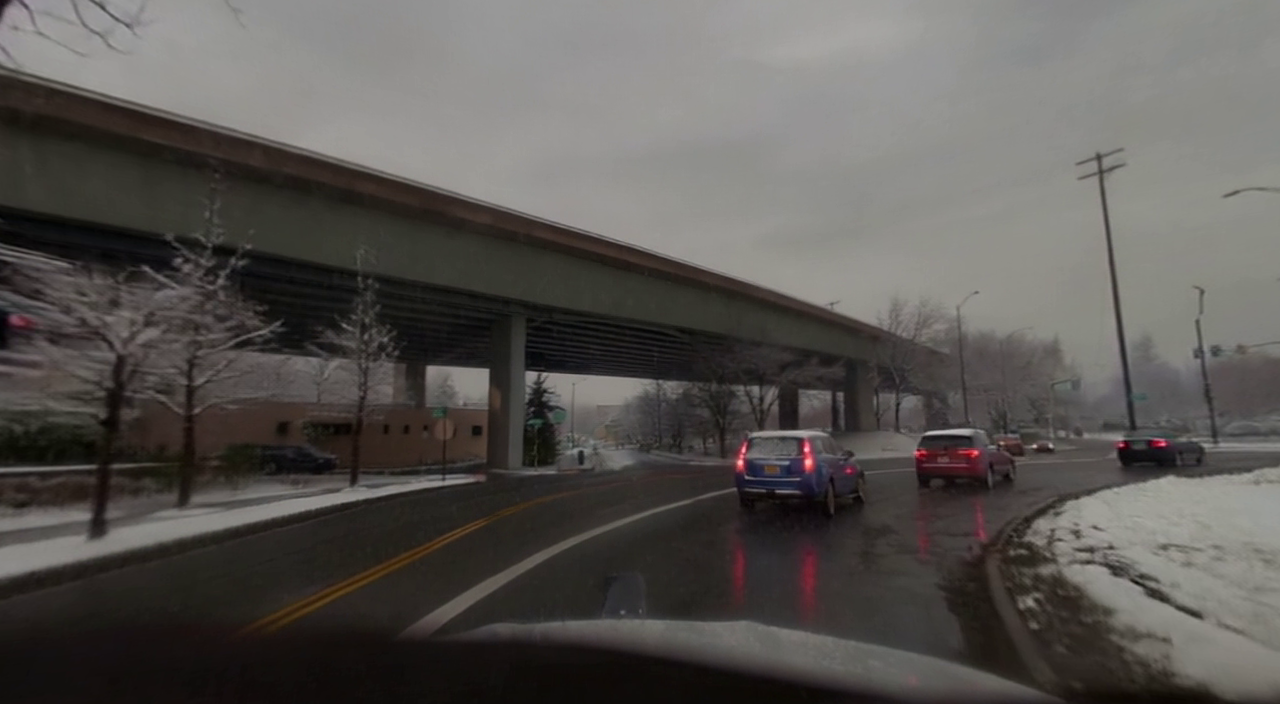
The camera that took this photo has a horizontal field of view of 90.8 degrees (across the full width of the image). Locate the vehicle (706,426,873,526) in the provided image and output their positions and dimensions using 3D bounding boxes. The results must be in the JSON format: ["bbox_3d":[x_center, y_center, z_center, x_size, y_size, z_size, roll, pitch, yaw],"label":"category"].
[{"bbox_3d":[3.186,2.356,12.636,2.087,1.578,4.652,-5,-10,28],"label":"vehicle"}]

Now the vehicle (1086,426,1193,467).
[{"bbox_3d":[23.387,4.424,29.579,4.310,1.762,1.995,4,-9,-24],"label":"vehicle"}]

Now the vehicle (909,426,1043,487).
[{"bbox_3d":[11.772,3.587,22.024,4.771,1.885,2.241,6,-11,-38],"label":"vehicle"}]
